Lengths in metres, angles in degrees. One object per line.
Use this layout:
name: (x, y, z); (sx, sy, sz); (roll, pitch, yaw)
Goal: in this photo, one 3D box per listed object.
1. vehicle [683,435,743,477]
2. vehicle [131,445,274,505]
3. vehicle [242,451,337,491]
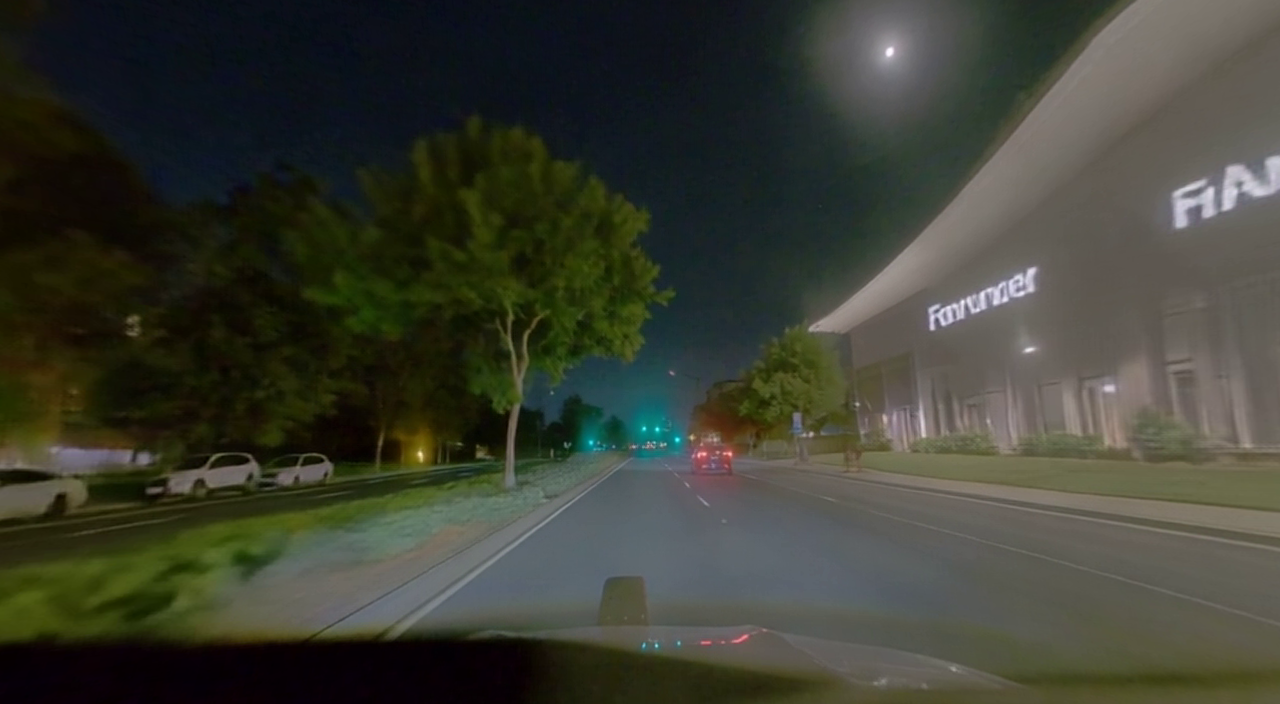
vehicle: (3.214, 4.693, 28.687); (2.143, 1.759, 4.378); (0, -8, 0)
vehicle: (-16.489, 4.598, 24.186); (2.005, 2.034, 4.904); (0, -8, -1)
vehicle: (-16.447, 5.569, 29.853); (1.980, 1.695, 4.350); (0, -8, 0)
